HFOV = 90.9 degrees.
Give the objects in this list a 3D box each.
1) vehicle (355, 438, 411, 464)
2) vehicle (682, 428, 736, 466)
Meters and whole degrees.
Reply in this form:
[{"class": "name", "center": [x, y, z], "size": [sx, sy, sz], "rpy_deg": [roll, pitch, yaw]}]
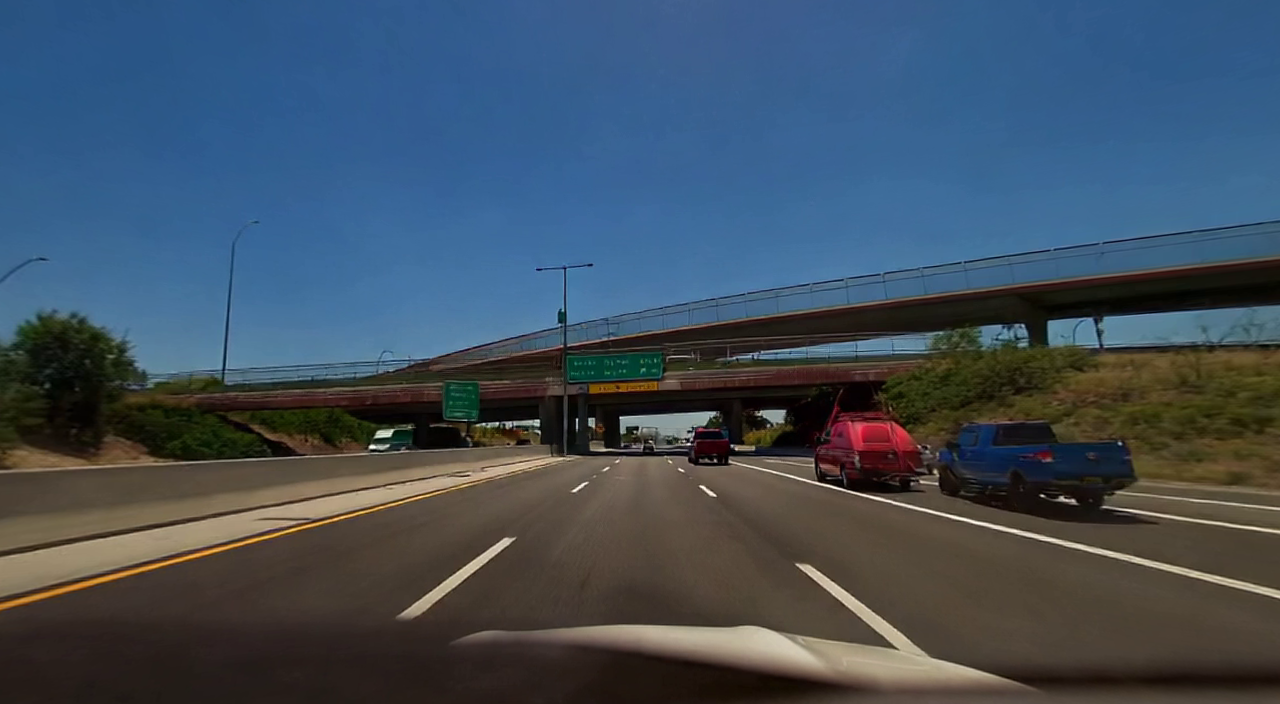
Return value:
[{"class": "vehicle", "center": [-19.349, 7.477, 47.771], "size": [2.113, 1.797, 4.867], "rpy_deg": [0, -8, 1]}, {"class": "vehicle", "center": [3.938, 5.597, 37.161], "size": [2.505, 2.020, 5.532], "rpy_deg": [0, -8, 0]}]
